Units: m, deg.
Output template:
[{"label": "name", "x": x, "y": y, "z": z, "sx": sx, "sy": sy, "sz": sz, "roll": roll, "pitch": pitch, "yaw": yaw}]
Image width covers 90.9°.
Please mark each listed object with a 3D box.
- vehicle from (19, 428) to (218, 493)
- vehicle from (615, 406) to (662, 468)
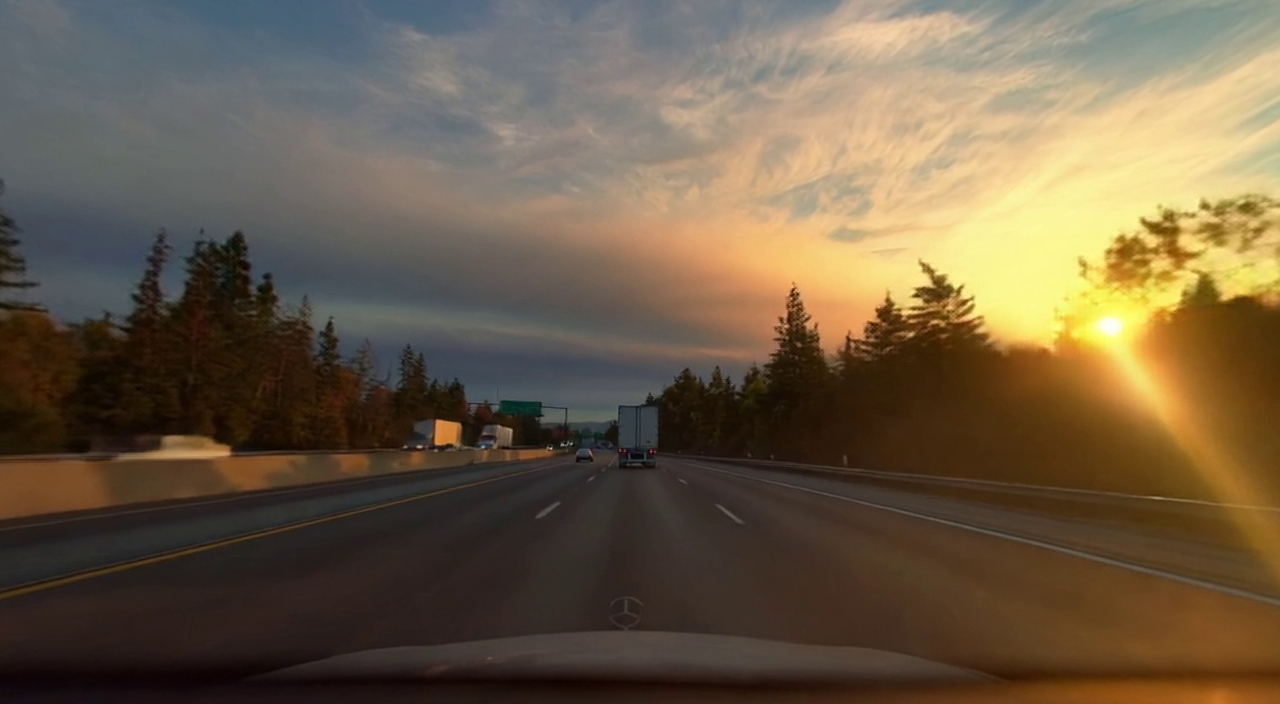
[{"label": "vehicle", "x": -13.128, "y": 2.757, "z": 16.264, "sx": 1.770, "sy": 1.469, "sz": 3.967, "roll": 0, "pitch": -9, "yaw": -1}, {"label": "vehicle", "x": -0.222, "y": 6.244, "z": 45.554, "sx": 2.962, "sy": 3.953, "sz": 10.696, "roll": 0, "pitch": -9, "yaw": -1}]
